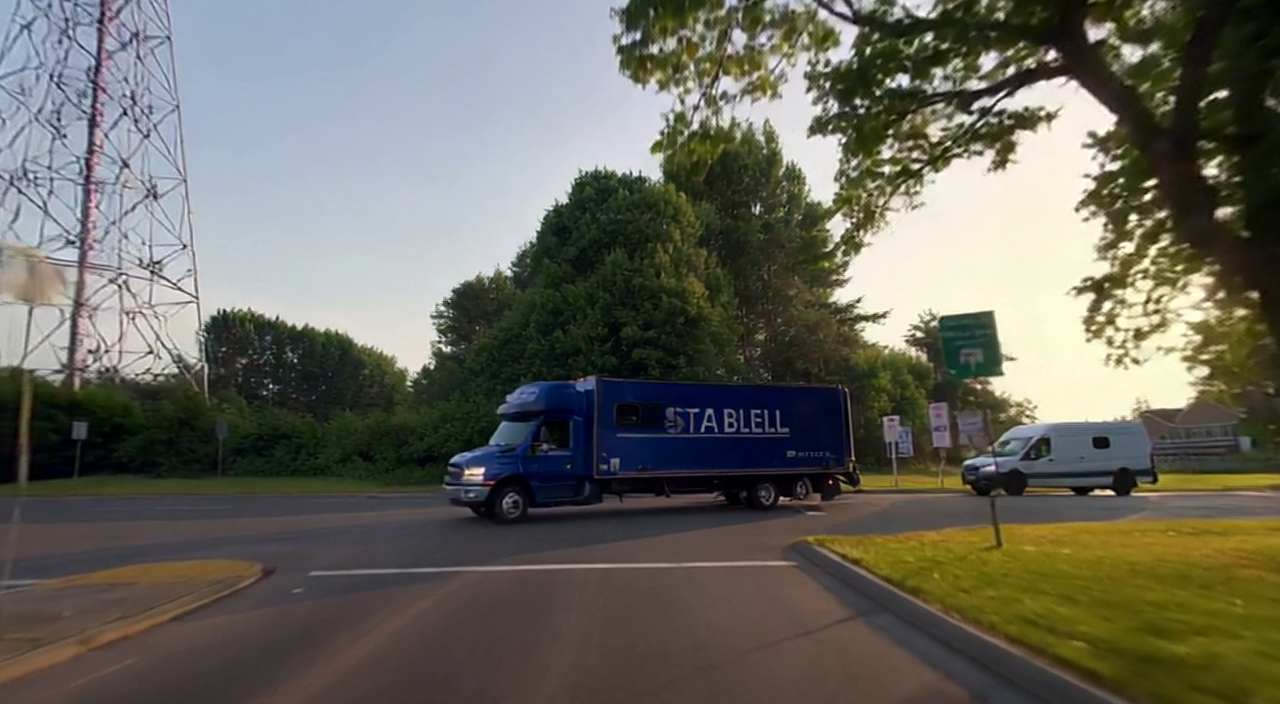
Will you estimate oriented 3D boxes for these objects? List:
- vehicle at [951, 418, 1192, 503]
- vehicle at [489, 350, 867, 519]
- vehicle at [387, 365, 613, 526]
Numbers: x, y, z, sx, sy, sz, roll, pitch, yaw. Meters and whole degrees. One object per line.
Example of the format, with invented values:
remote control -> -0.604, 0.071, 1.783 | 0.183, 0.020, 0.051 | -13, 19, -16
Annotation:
vehicle -> 13.310, 3.363, 19.731 | 5.923, 2.424, 2.247 | 0, -9, -4
vehicle -> 1.221, 2.251, 16.860 | 9.765, 3.622, 2.740 | 4, -10, -24
vehicle -> -3.300, 2.188, 14.798 | 4.552, 3.175, 2.847 | 4, -10, -25
